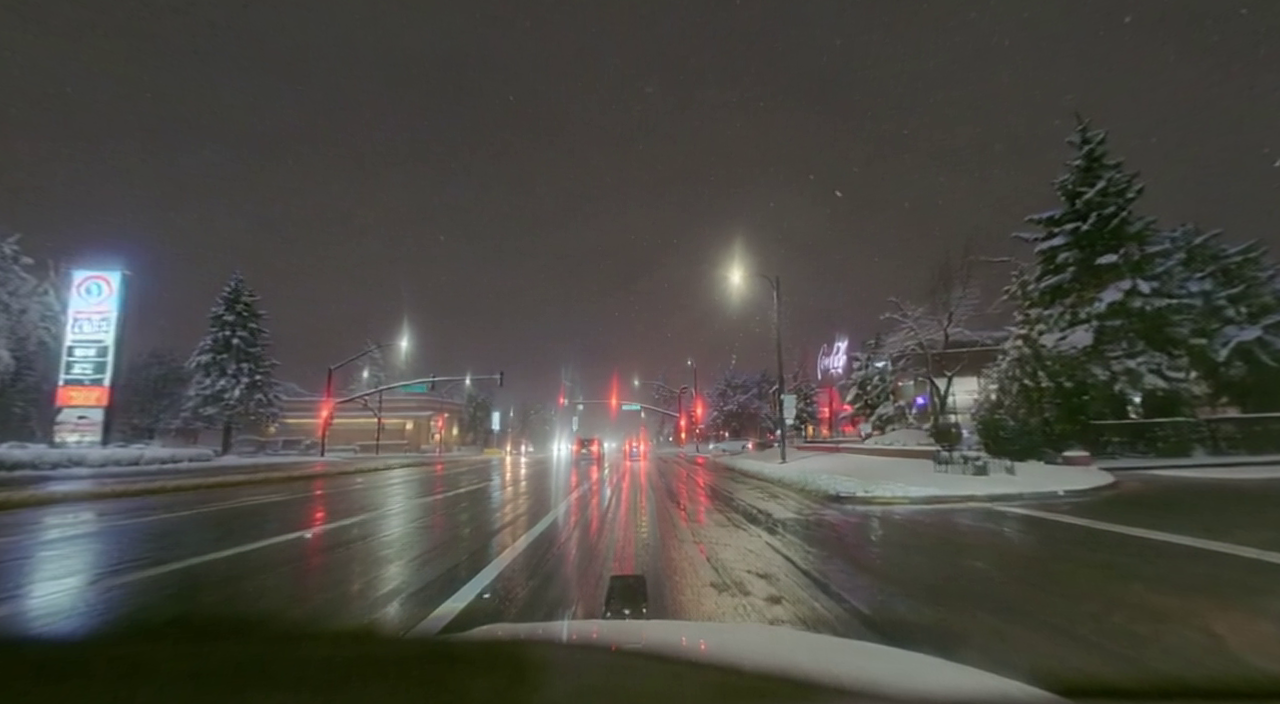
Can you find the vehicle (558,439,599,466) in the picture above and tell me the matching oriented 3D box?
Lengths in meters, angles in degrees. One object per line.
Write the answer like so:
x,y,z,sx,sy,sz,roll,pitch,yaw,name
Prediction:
-3.637,6.045,37.966,2.029,1.517,4.375,0,-9,0,vehicle
